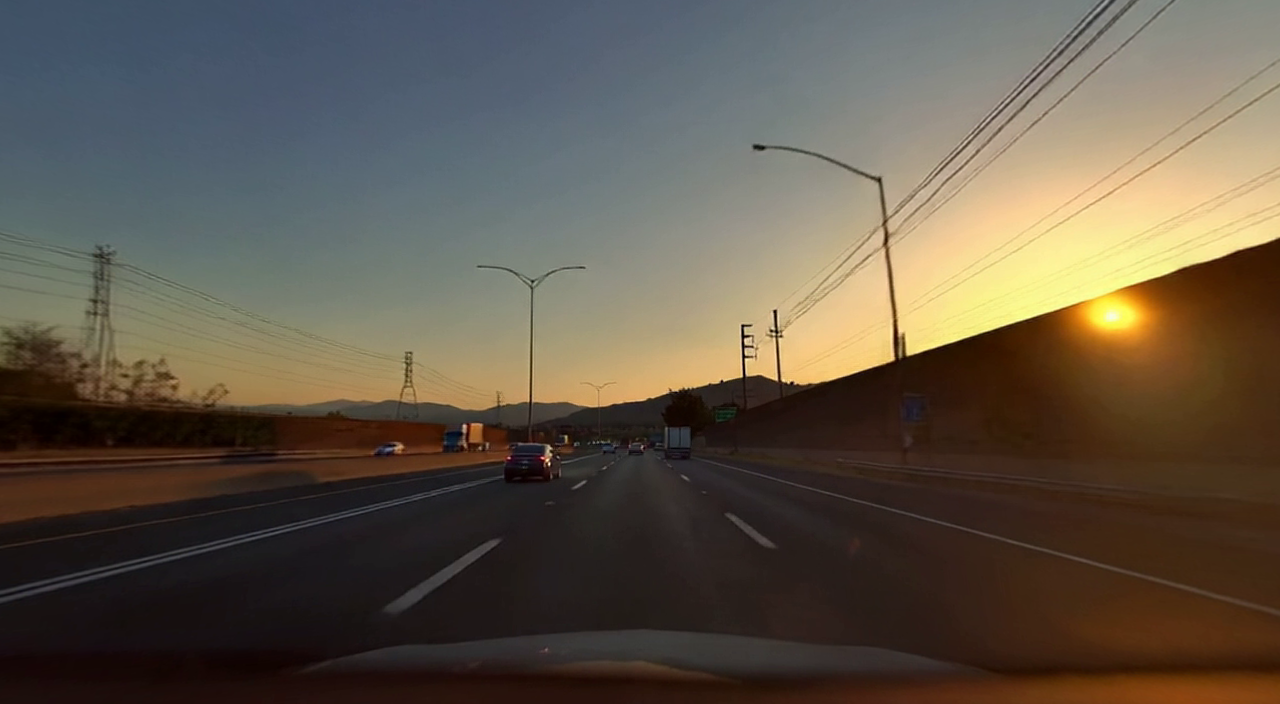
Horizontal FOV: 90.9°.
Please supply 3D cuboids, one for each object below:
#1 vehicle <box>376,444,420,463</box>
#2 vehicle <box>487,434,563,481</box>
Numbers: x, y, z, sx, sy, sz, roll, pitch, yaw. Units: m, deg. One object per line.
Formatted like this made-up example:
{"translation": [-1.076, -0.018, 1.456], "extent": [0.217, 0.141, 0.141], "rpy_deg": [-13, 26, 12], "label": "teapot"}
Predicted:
{"translation": [-19.105, 8.011, 49.906], "extent": [1.784, 1.465, 4.274], "rpy_deg": [0, -8, 0], "label": "vehicle"}
{"translation": [-4.393, 4.111, 24.837], "extent": [2.064, 1.642, 4.389], "rpy_deg": [0, -8, 1], "label": "vehicle"}
